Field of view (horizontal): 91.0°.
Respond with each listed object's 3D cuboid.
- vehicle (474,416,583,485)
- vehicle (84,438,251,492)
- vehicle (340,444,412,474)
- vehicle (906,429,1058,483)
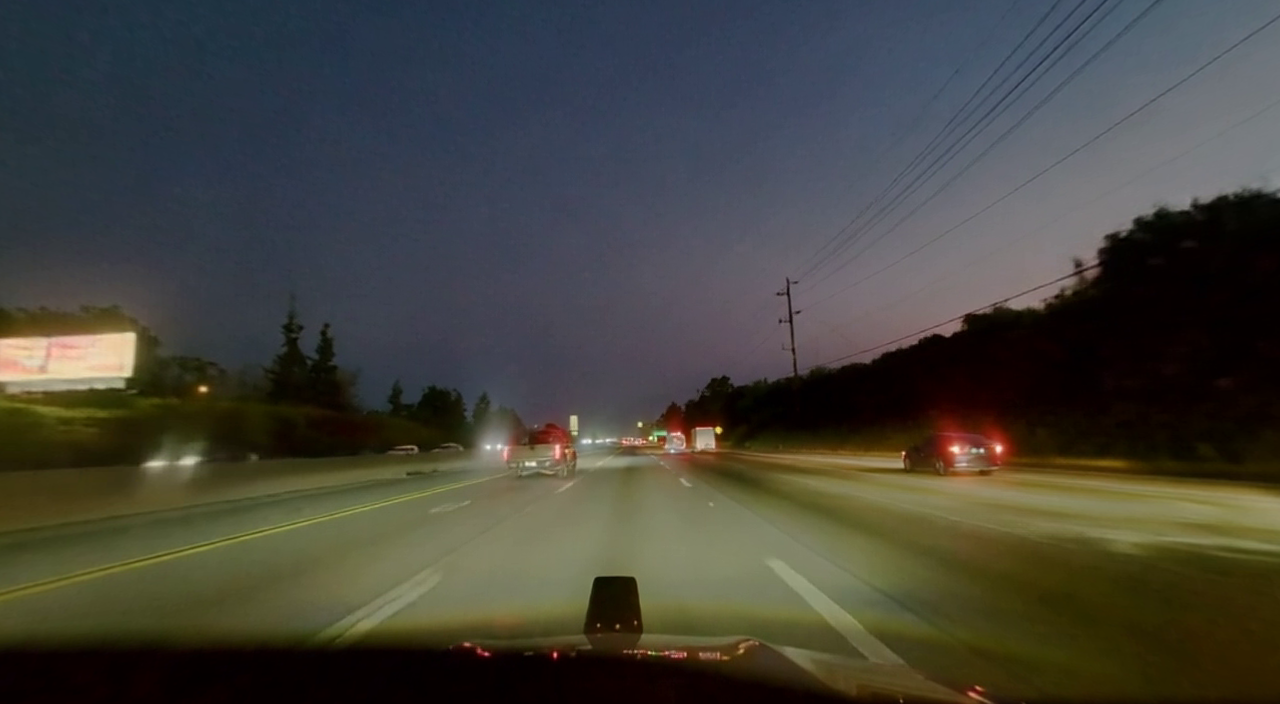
[{"bbox_3d":[-3.587,3.378,21.780,2.508,2.023,6.176,0,-8,1],"label":"vehicle"},{"bbox_3d":[-18.144,4.326,24.625,2.278,1.824,5.389,0,-8,1],"label":"vehicle"},{"bbox_3d":[-13.919,5.656,33.483,1.839,1.482,4.447,0,-8,1],"label":"vehicle"},{"bbox_3d":[10.442,3.213,19.749,2.076,1.470,4.644,0,-8,-1],"label":"vehicle"}]
